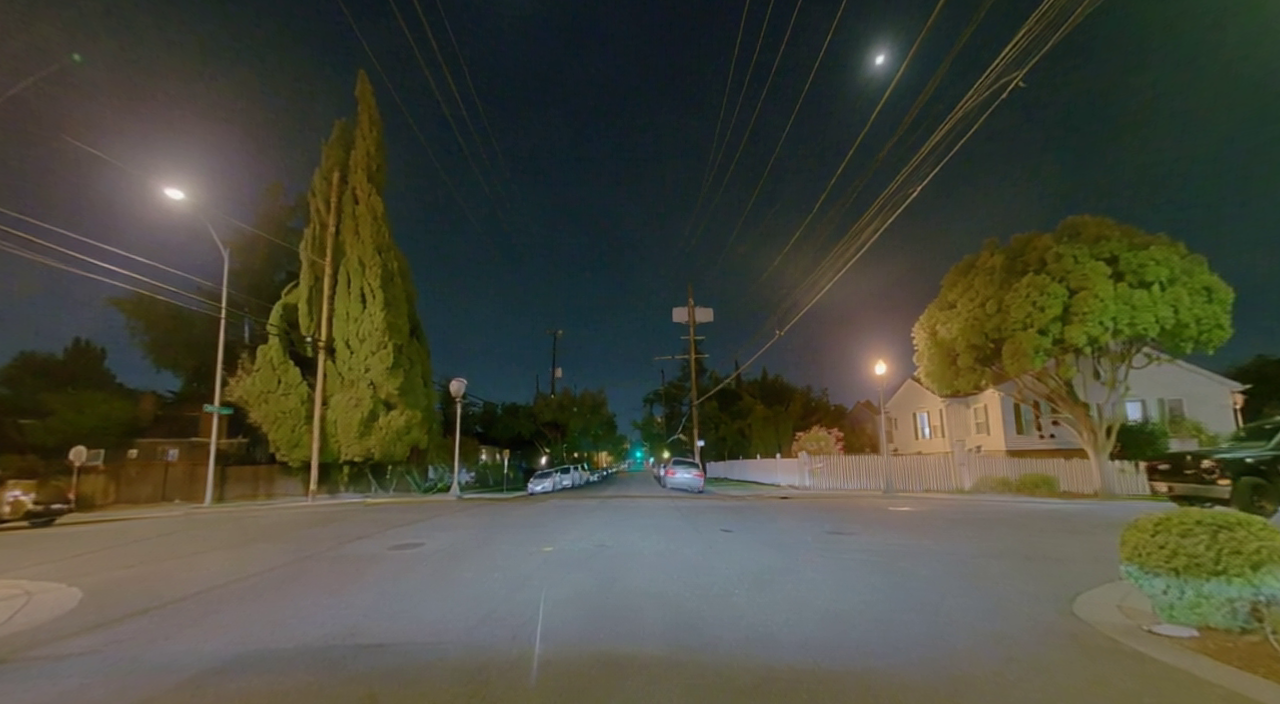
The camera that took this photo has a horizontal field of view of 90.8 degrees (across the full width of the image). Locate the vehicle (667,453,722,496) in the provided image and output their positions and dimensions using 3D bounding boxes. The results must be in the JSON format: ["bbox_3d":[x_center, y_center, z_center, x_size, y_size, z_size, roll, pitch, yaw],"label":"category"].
[{"bbox_3d":[2.586,5.957,31.075,2.051,1.874,4.459,0,-8,-3],"label":"vehicle"}]

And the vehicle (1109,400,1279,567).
[{"bbox_3d":[9.694,1.689,8.565,4.677,1.949,2.334,-1,-8,3],"label":"vehicle"}]

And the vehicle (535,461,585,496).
[{"bbox_3d":[-4.295,6.933,34.647,2.189,1.771,4.571,0,-11,-1],"label":"vehicle"}]
